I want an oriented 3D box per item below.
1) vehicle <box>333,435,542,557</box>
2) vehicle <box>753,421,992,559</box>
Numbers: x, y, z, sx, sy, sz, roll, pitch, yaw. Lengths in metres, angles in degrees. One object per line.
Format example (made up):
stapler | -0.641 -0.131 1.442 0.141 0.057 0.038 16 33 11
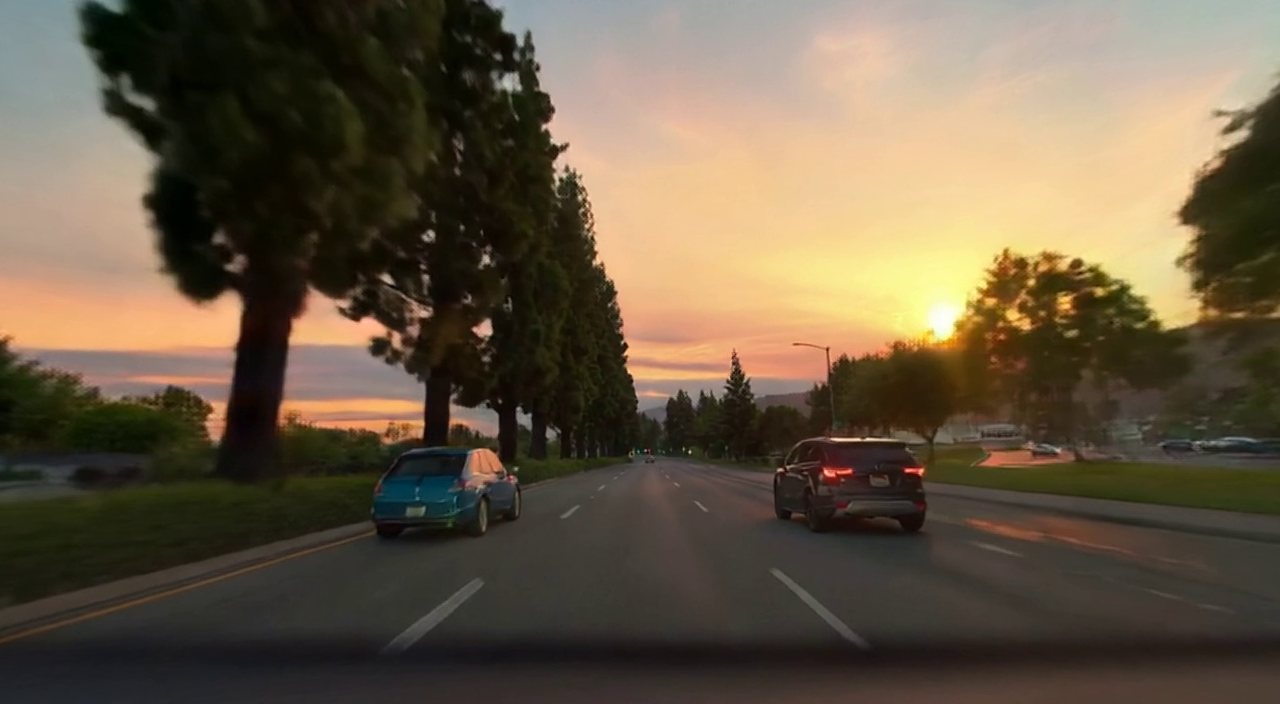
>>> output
vehicle | -3.105 2.307 10.763 2.025 1.635 4.293 0 -9 1
vehicle | 3.468 2.184 10.696 2.087 1.759 5.040 0 -9 -1
